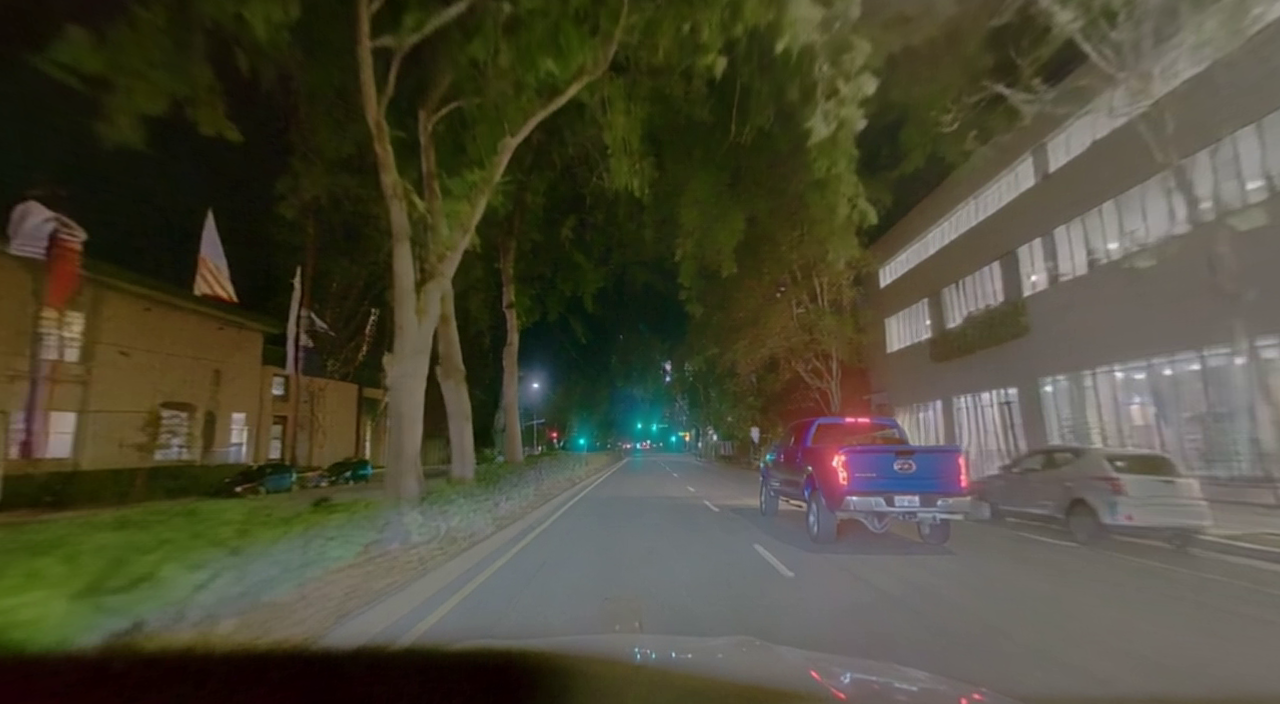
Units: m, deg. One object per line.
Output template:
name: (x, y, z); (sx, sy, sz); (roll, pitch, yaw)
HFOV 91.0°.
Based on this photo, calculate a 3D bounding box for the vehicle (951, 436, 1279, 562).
vehicle: (7.384, 2.231, 10.516); (1.863, 1.588, 4.670); (0, -8, -2)

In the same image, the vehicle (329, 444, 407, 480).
vehicle: (-15.607, 6.335, 36.476); (2.097, 1.852, 5.090); (-2, -9, 2)

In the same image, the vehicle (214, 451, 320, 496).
vehicle: (-16.012, 5.192, 27.359); (1.919, 1.616, 4.723); (-4, -8, -2)

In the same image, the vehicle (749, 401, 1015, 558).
vehicle: (3.309, 1.899, 10.131); (2.085, 1.828, 5.383); (0, -9, -1)
